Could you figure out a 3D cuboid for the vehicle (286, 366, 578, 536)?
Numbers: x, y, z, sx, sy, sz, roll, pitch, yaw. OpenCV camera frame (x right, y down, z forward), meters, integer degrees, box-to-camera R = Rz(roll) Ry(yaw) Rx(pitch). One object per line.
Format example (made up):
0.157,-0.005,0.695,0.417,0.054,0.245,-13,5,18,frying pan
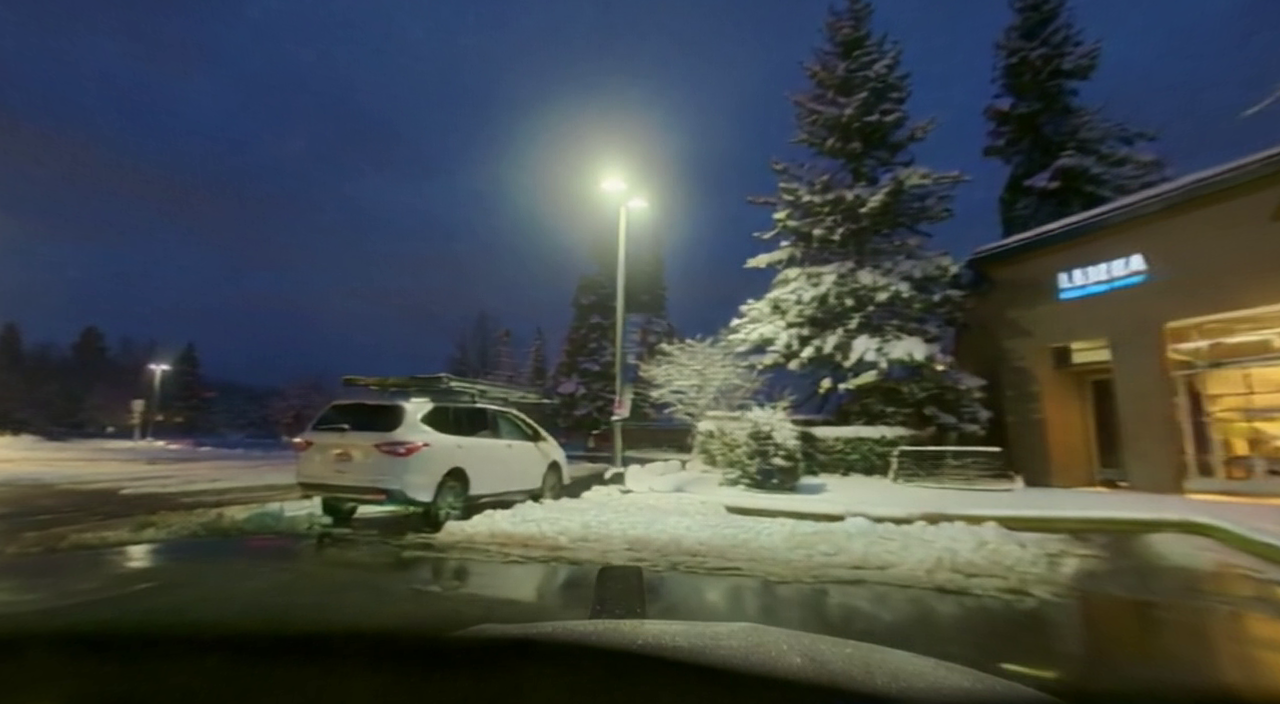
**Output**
-3.199,1.726,11.310,2.200,2.257,5.237,-3,-9,18,vehicle

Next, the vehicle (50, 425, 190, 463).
-21.641,3.867,26.513,1.760,1.449,4.106,-3,-9,18,vehicle
